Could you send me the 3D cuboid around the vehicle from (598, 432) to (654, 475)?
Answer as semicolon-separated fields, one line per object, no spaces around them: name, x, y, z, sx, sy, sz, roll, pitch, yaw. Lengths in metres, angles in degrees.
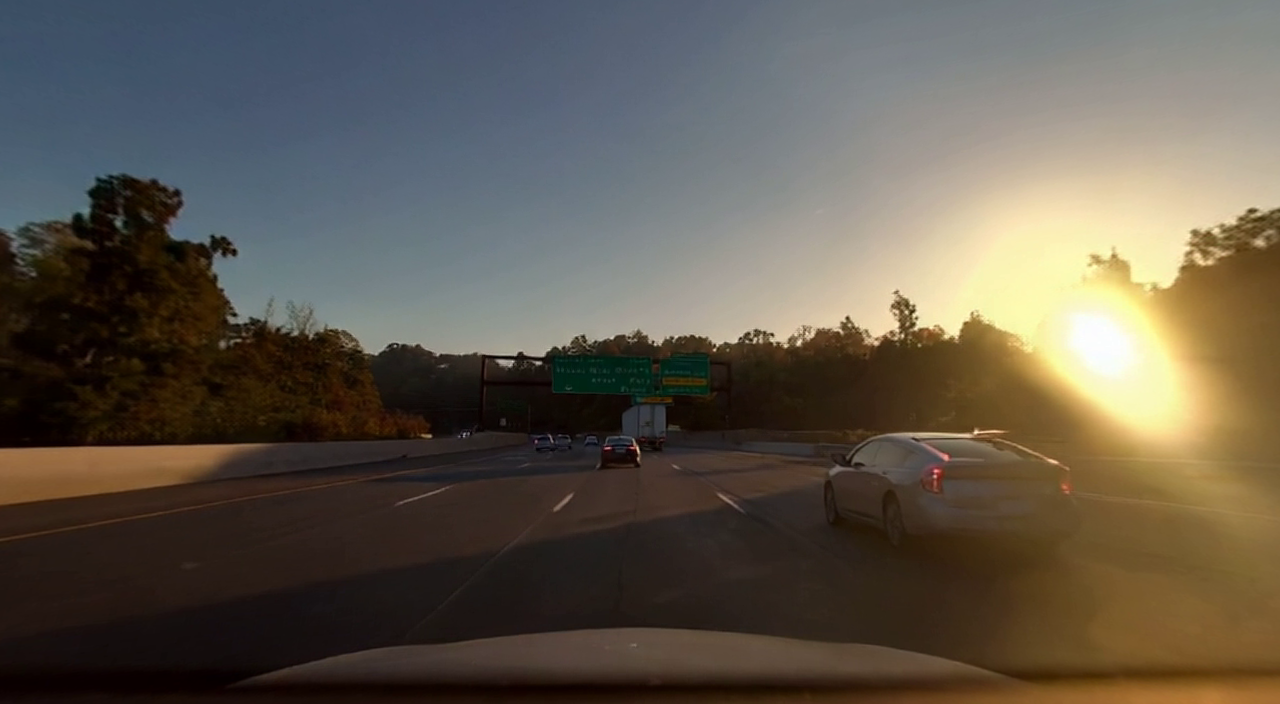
vehicle;-0.581;3.934;24.684;2.020;1.516;3.951;0;-9;-2

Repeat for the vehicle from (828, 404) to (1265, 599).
vehicle;3.777;1.468;7.053;1.971;1.472;4.301;0;-8;0

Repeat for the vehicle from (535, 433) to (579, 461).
vehicle;-4.738;5.490;36.535;2.072;1.512;4.043;0;-9;-2
